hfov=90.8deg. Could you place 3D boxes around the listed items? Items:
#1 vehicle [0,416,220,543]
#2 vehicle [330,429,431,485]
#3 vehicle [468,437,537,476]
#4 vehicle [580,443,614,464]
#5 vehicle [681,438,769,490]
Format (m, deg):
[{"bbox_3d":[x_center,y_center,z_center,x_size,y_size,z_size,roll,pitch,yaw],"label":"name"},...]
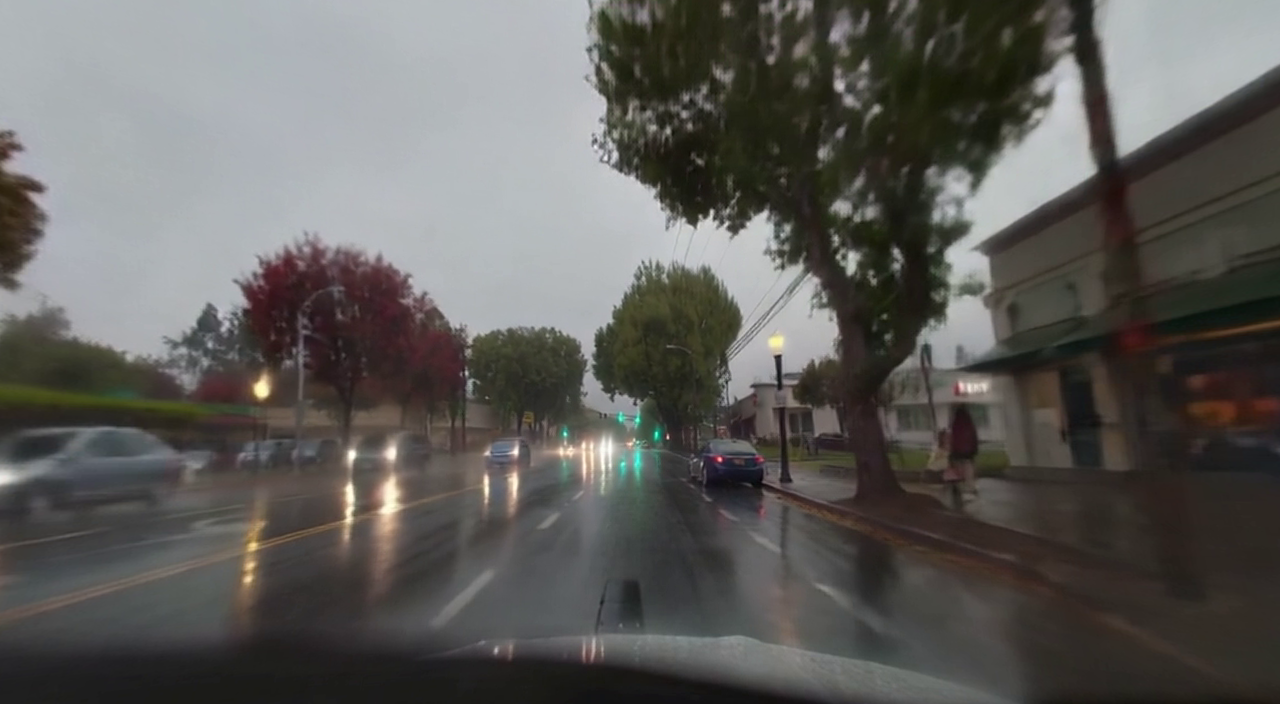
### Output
[{"bbox_3d":[-10.266,2.153,11.245,2.116,1.817,4.964,0,-8,0],"label":"vehicle"},{"bbox_3d":[-10.356,4.228,25.698,2.088,2.031,4.616,0,-8,1],"label":"vehicle"},{"bbox_3d":[-6.800,5.233,31.913,2.371,1.800,4.987,0,-8,0],"label":"vehicle"},{"bbox_3d":[-3.044,7.331,45.829,2.122,1.469,4.388,0,-8,1],"label":"vehicle"},{"bbox_3d":[2.646,3.620,20.799,2.034,1.491,4.618,0,-8,-3],"label":"vehicle"}]
